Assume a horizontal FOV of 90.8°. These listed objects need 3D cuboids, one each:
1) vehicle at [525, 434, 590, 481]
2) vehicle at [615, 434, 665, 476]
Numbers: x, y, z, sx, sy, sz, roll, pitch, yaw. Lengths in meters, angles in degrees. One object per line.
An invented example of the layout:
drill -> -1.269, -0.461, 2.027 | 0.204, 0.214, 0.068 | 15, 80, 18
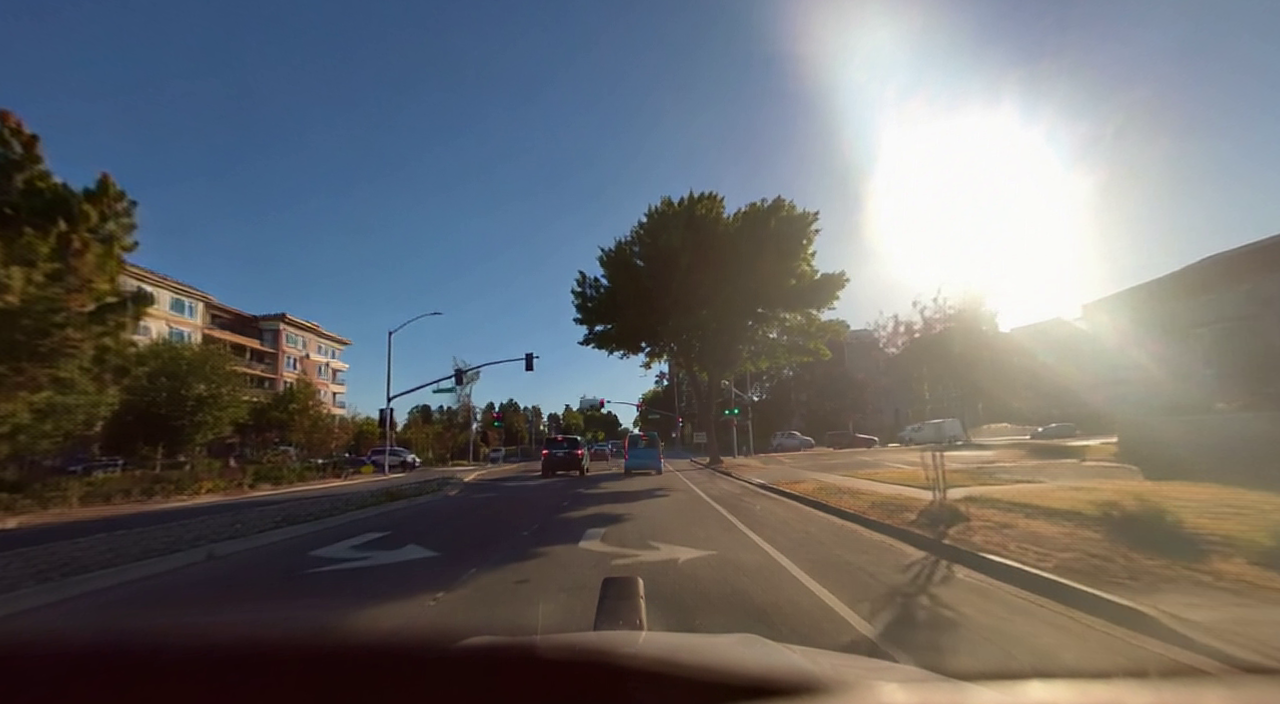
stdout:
vehicle -> -3.253, 4.268, 25.913 | 2.097, 1.755, 4.336 | 0, -8, 0
vehicle -> -0.056, 4.653, 28.913 | 2.088, 1.735, 4.801 | 0, -8, -1
